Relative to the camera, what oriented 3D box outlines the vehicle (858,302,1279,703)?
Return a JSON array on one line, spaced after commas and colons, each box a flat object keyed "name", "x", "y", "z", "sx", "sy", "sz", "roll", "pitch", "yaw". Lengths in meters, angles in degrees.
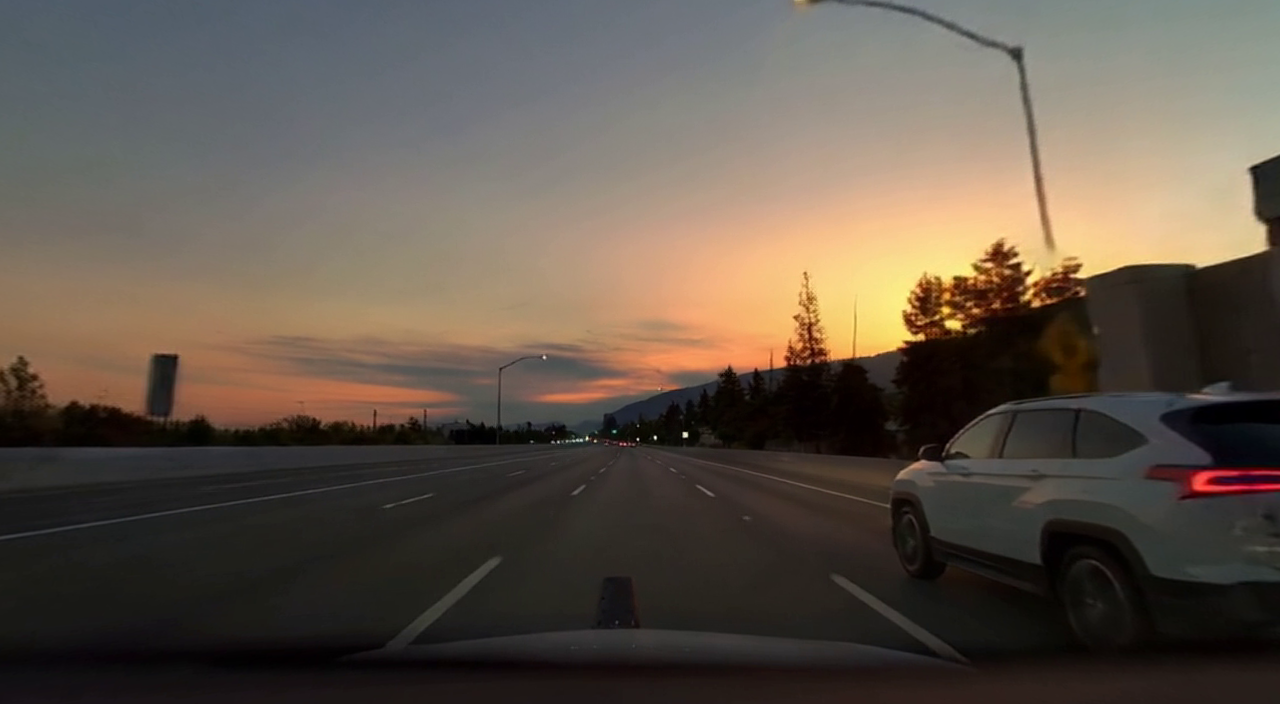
[{"name": "vehicle", "x": 3.536, "y": 0.970, "z": 4.286, "sx": 2.212, "sy": 1.753, "sz": 5.064, "roll": 0, "pitch": -9, "yaw": -1}]
